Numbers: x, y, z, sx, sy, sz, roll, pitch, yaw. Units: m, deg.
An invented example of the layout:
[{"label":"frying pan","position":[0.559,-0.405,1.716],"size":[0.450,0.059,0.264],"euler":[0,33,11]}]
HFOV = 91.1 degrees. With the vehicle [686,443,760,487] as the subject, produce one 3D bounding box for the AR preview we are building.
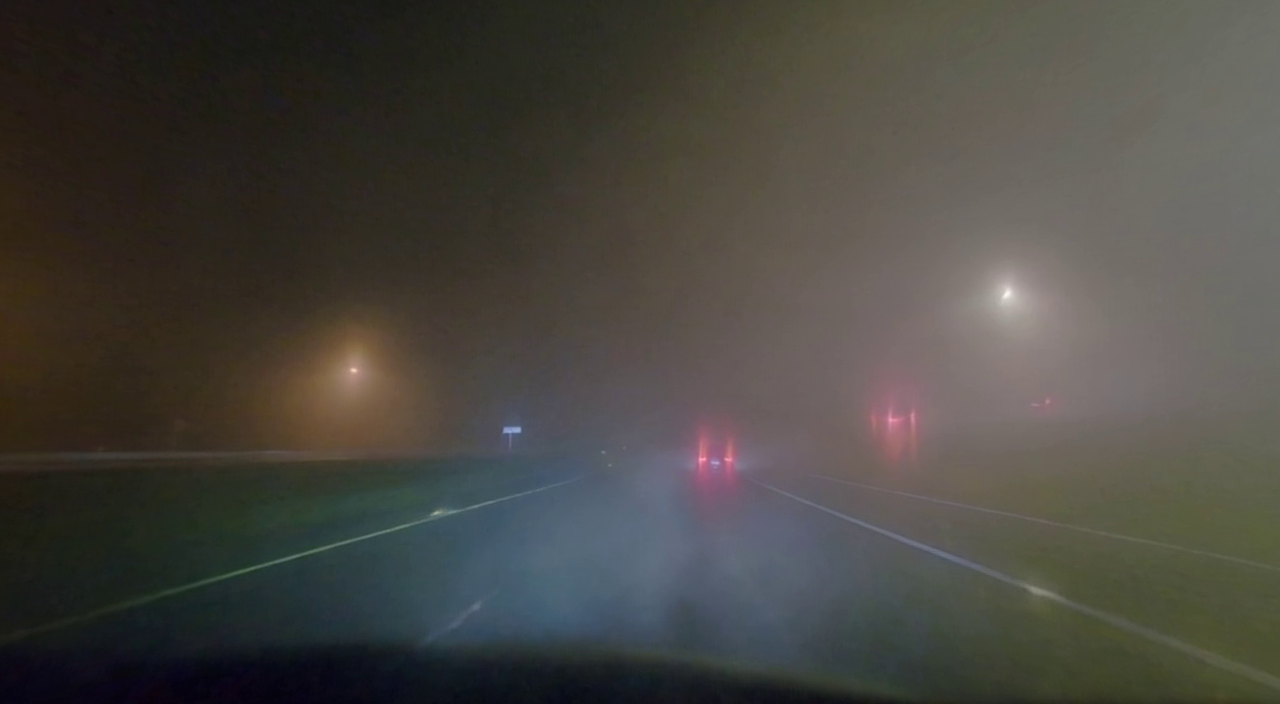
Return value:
[{"label":"vehicle","position":[2.852,3.992,22.640],"size":[2.124,1.405,4.398],"euler":[0,-8,1]}]
